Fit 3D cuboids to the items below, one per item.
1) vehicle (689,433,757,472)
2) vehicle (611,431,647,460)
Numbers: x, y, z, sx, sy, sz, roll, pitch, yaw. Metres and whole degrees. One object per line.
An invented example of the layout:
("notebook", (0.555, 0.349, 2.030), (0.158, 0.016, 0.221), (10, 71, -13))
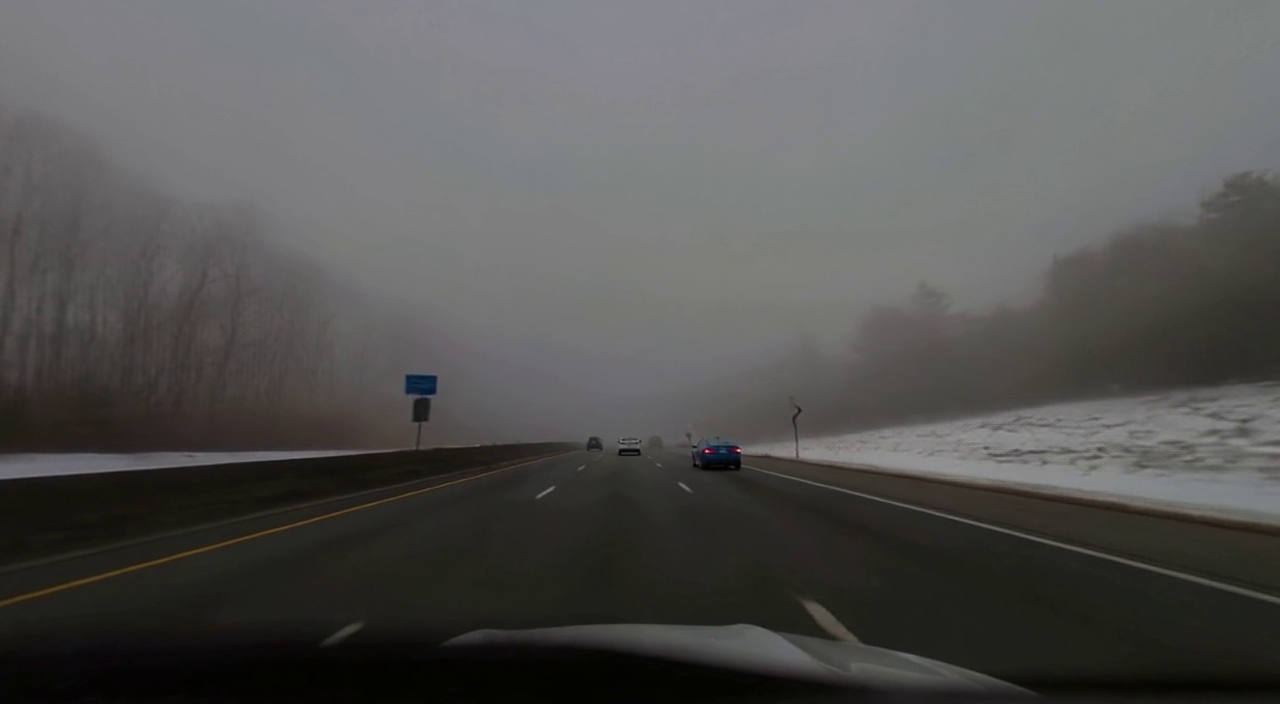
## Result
("vehicle", (3.371, 4.158, 26.351), (2.056, 1.479, 4.660), (0, -8, -2))
("vehicle", (-0.688, 5.924, 39.977), (2.182, 1.680, 4.253), (0, -8, -1))
